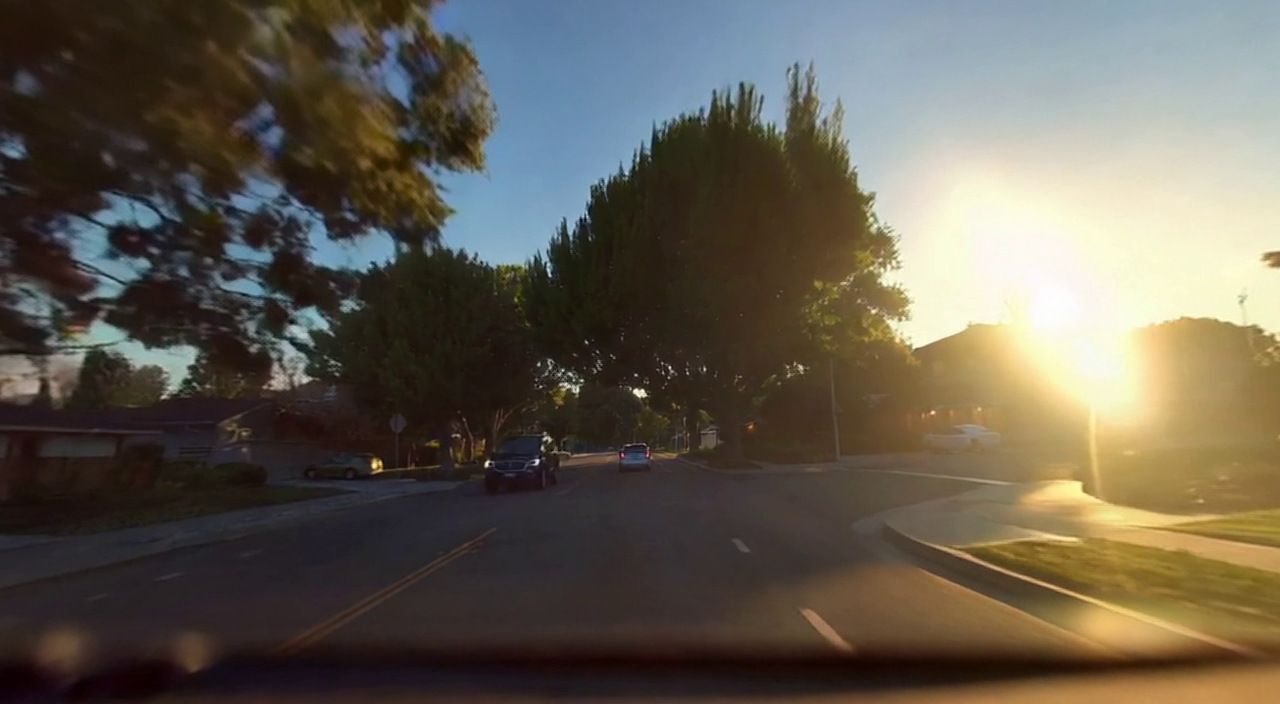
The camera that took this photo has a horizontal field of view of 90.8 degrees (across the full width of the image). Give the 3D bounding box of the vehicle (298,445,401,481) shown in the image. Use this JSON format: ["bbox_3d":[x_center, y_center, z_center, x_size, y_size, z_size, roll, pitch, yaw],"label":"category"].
[{"bbox_3d":[-14.972,5.715,32.717,4.223,1.753,2.134,-1,-9,6],"label":"vehicle"}]

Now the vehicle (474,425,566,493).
[{"bbox_3d":[-4.432,4.064,24.296,2.451,2.182,5.485,-3,-9,0],"label":"vehicle"}]

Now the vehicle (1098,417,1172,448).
[{"bbox_3d":[25.370,4.107,32.528,1.603,1.430,3.662,-3,-5,15],"label":"vehicle"}]

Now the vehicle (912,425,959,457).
[{"bbox_3d":[16.936,5.077,36.405,1.979,1.434,4.607,-7,-7,21],"label":"vehicle"}]

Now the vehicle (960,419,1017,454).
[{"bbox_3d":[19.540,4.716,35.597,2.114,1.677,4.707,-4,-6,22],"label":"vehicle"}]

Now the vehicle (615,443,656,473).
[{"bbox_3d":[-0.248,5.798,34.752,2.098,1.483,4.099,0,-9,0],"label":"vehicle"}]
